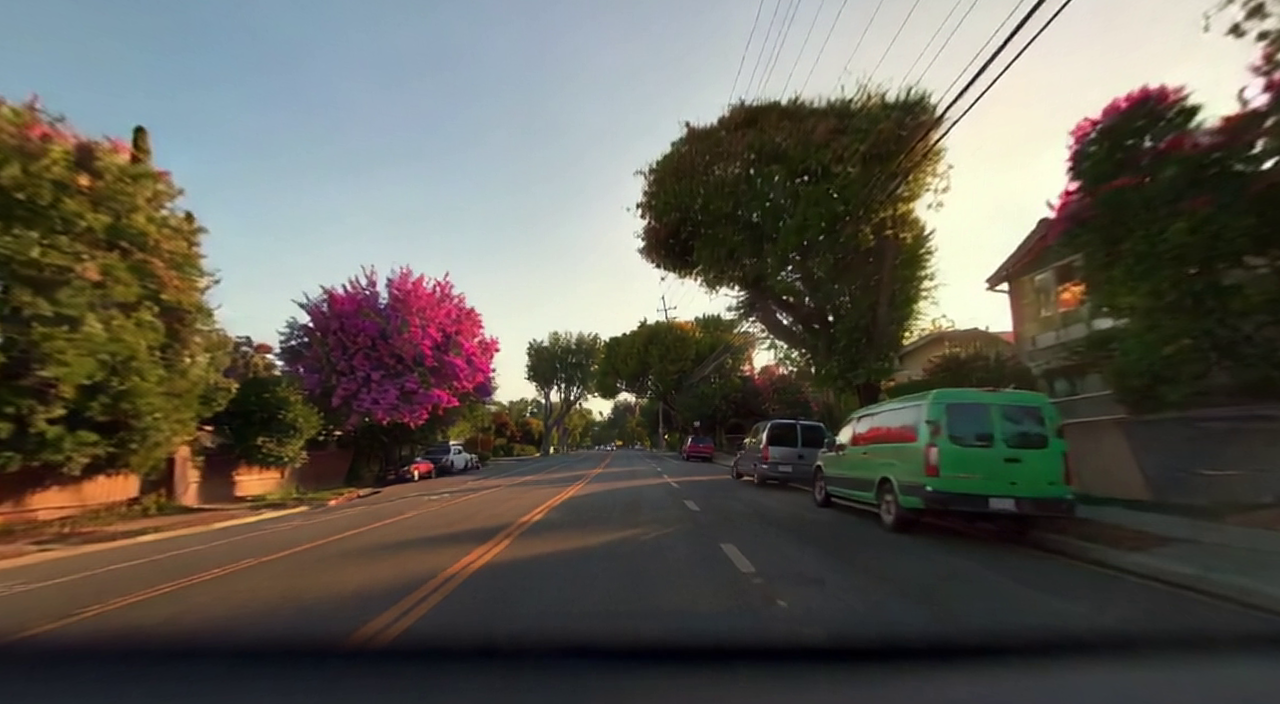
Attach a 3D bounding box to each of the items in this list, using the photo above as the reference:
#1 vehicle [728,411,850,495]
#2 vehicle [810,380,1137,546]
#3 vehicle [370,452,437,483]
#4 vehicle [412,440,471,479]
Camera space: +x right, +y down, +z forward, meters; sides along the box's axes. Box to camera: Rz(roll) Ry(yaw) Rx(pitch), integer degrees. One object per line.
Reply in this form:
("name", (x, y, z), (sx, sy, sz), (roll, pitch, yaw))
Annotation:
("vehicle", (4.523, 3.248, 20.634), (2.578, 2.248, 7.011), (-1, -8, 3))
("vehicle", (5.252, 1.881, 11.339), (2.335, 2.193, 5.656), (0, -8, -5))
("vehicle", (-13.479, 6.577, 36.367), (2.041, 1.573, 4.575), (-1, -8, 1))
("vehicle", (-13.455, 7.241, 43.210), (2.331, 2.265, 5.888), (-3, -7, -2))
